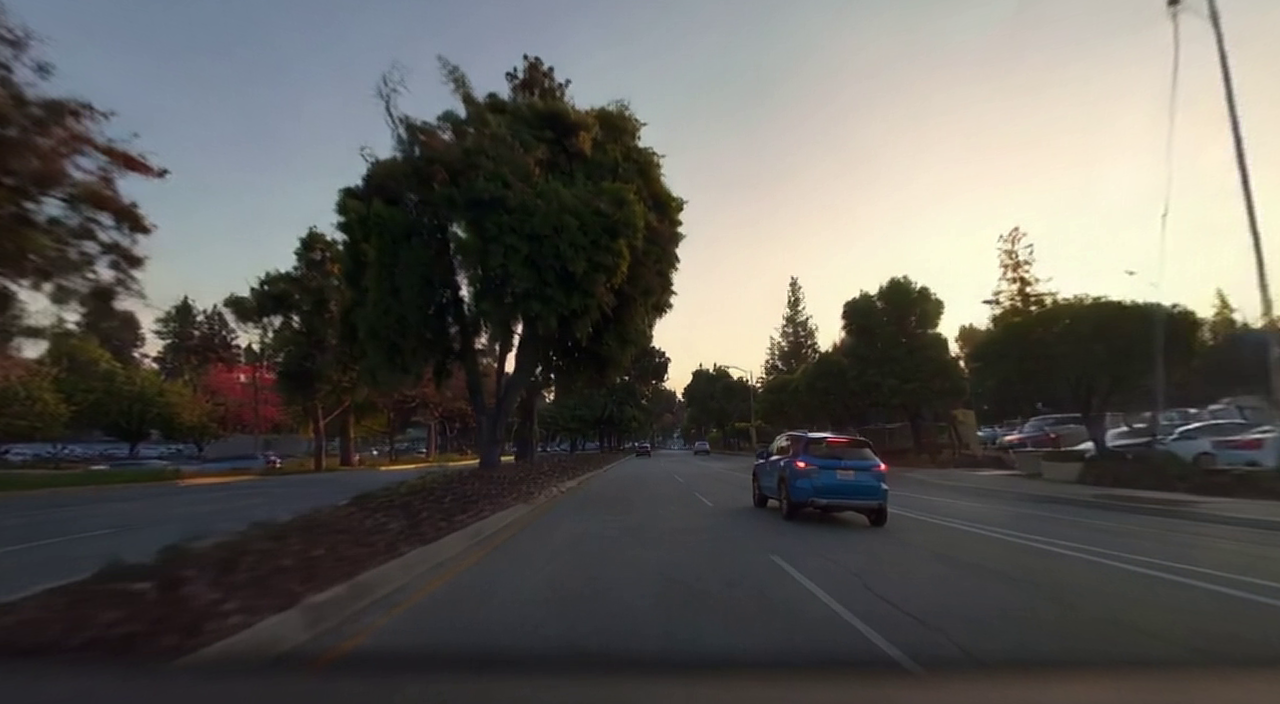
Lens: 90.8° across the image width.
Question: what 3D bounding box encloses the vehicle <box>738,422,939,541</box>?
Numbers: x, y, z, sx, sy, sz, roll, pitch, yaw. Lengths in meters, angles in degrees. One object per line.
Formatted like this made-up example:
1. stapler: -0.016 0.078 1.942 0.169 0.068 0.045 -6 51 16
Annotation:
1. vehicle: 3.161 2.157 11.163 2.060 1.665 4.284 0 -8 -1

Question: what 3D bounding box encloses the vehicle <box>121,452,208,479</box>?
1. vehicle: -36.245 8.642 48.245 4.983 1.727 2.059 -2 -7 -3

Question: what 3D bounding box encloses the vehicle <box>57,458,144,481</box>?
1. vehicle: -36.480 7.953 42.756 4.190 1.483 1.866 -1 -8 3

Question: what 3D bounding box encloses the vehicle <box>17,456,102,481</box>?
1. vehicle: -42.199 8.455 45.975 4.291 1.703 1.976 0 -8 2
